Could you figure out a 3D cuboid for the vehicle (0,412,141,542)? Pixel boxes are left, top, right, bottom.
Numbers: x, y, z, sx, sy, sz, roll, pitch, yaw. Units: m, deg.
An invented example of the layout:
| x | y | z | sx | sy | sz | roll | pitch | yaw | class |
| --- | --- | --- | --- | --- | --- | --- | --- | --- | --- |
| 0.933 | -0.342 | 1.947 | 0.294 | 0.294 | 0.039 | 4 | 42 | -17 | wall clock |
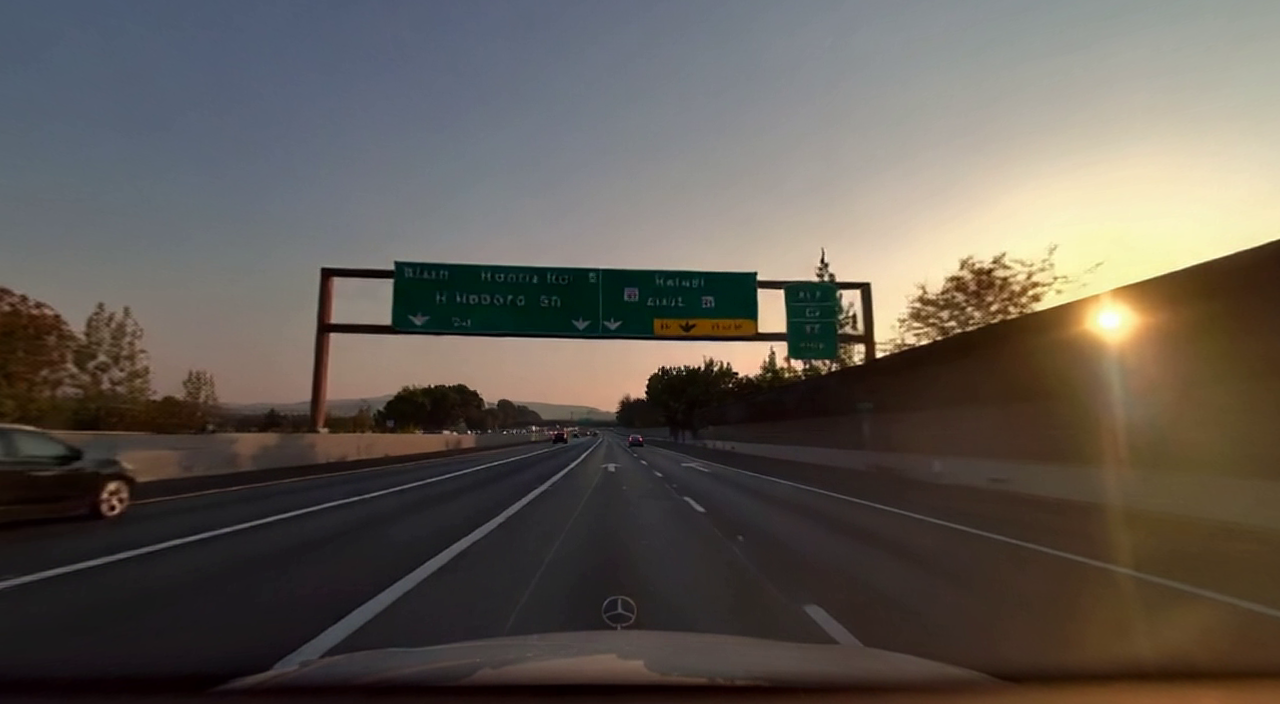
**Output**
| x | y | z | sx | sy | sz | roll | pitch | yaw | class |
| --- | --- | --- | --- | --- | --- | --- | --- | --- | --- |
| -8.624 | 1.472 | 7.278 | 1.828 | 1.549 | 4.846 | 0 | -8 | -2 | vehicle |
